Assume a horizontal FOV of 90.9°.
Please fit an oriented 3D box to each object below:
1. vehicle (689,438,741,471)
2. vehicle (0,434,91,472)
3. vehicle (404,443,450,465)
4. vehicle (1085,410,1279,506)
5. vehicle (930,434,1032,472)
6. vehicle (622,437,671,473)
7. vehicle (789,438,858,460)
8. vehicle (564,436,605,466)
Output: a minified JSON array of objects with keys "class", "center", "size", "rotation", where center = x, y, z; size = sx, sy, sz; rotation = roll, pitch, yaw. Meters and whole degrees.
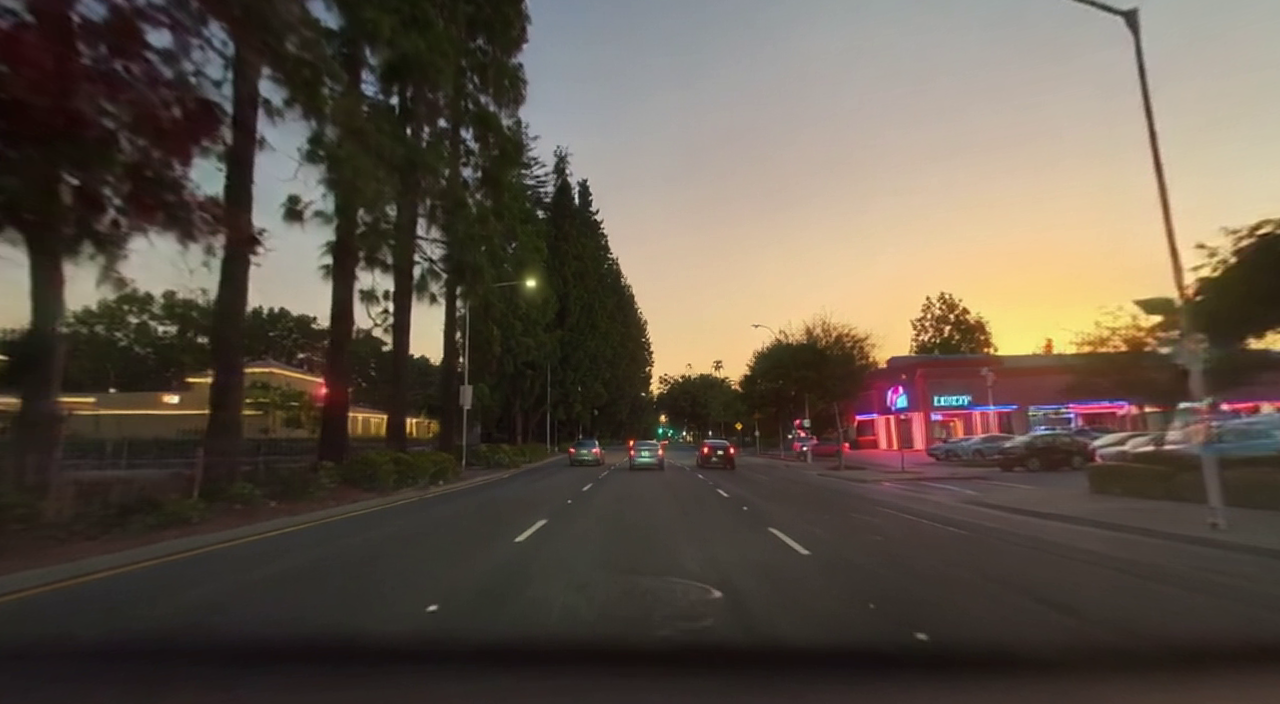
[{"class":"vehicle","center":[3.608,5.047,31.270],"size":[2.012,1.462,4.400],"rotation":[0,-8,0]},{"class":"vehicle","center":[-35.500,5.706,35.986],"size":[2.578,1.973,6.455],"rotation":[1,-8,-1]},{"class":"vehicle","center":[-15.520,7.440,46.092],"size":[1.796,1.466,4.362],"rotation":[0,-8,1]},{"class":"vehicle","center":[13.094,2.234,13.631],"size":[5.144,1.834,2.188],"rotation":[-2,-9,2]},{"class":"vehicle","center":[15.096,4.486,28.239],"size":[2.099,1.526,4.555],"rotation":[-1,-8,2]},{"class":"vehicle","center":[0.270,4.601,28.408],"size":[2.059,1.477,4.216],"rotation":[0,-8,0]},{"class":"vehicle","center":[13.246,7.032,45.718],"size":[4.622,1.469,1.934],"rotation":[-2,-9,10]},{"class":"vehicle","center":[-3.182,5.807,37.082],"size":[1.995,1.607,4.086],"rotation":[0,-8,1]}]
